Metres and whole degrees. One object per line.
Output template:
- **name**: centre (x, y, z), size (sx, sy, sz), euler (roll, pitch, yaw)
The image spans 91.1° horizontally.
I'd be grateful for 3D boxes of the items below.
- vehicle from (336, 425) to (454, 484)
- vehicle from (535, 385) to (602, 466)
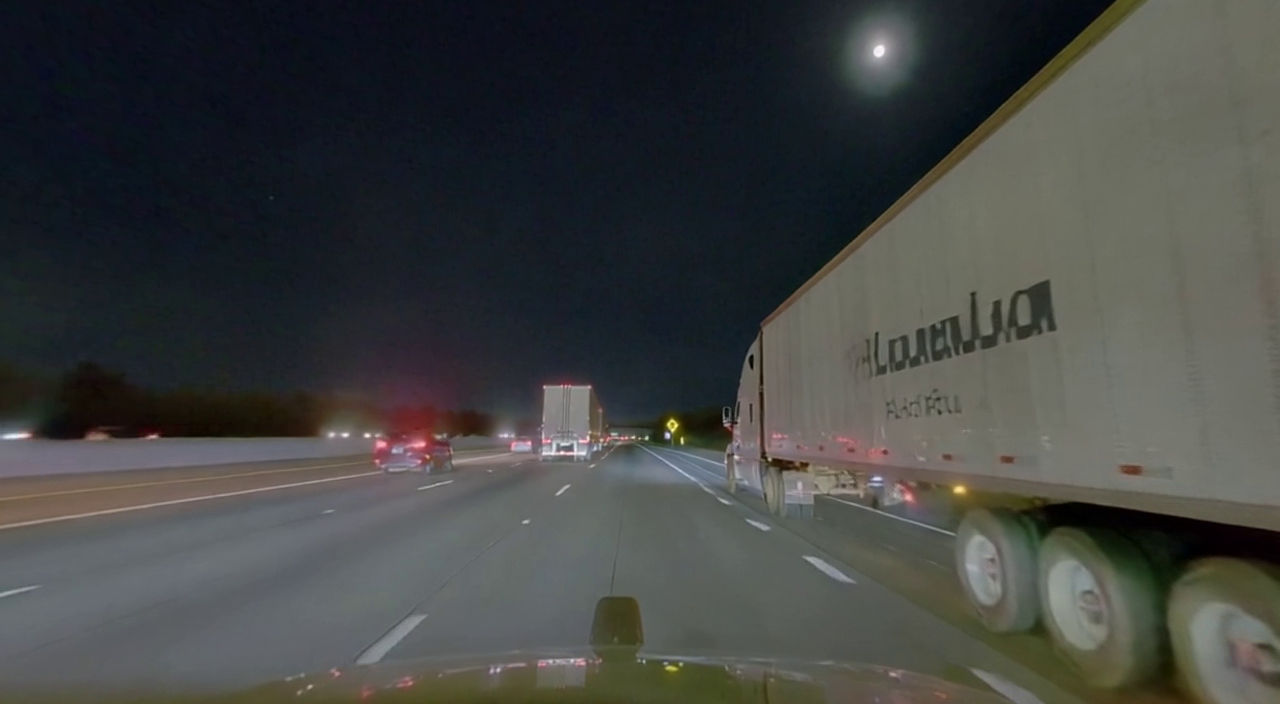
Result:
- **vehicle**: centre (-7.750, 3.255, 20.410), size (2.075, 1.691, 4.431), euler (0, -8, -1)
- **vehicle**: centre (-4.005, 4.589, 37.893), size (3.002, 3.987, 12.477), euler (-2, -8, -2)
